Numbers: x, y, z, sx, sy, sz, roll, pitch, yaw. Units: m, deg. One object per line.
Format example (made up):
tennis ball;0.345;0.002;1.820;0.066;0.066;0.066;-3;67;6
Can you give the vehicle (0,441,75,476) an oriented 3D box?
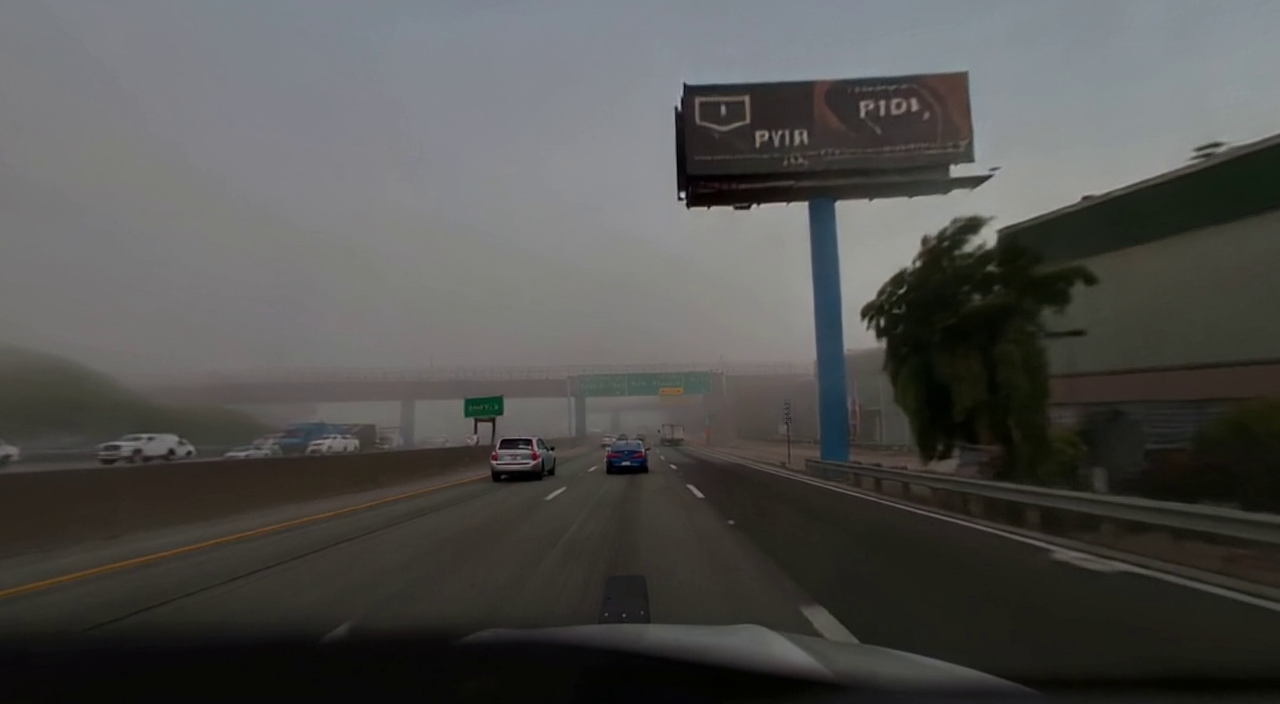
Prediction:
vehicle;-32.022;5.455;32.508;2.033;1.678;4.024;0;-8;-1

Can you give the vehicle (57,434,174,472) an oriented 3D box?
vehicle;-28.795;5.561;34.903;2.092;1.931;5.045;0;-8;1

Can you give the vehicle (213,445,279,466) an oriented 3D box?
vehicle;-29.600;7.779;47.512;1.817;1.460;4.548;-1;-8;4

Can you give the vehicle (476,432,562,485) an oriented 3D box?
vehicle;-3.930;3.547;21.257;2.064;1.589;4.213;0;-8;0

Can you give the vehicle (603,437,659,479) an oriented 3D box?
vehicle;-0.318;3.878;23.294;1.877;1.386;3.872;0;-8;0
